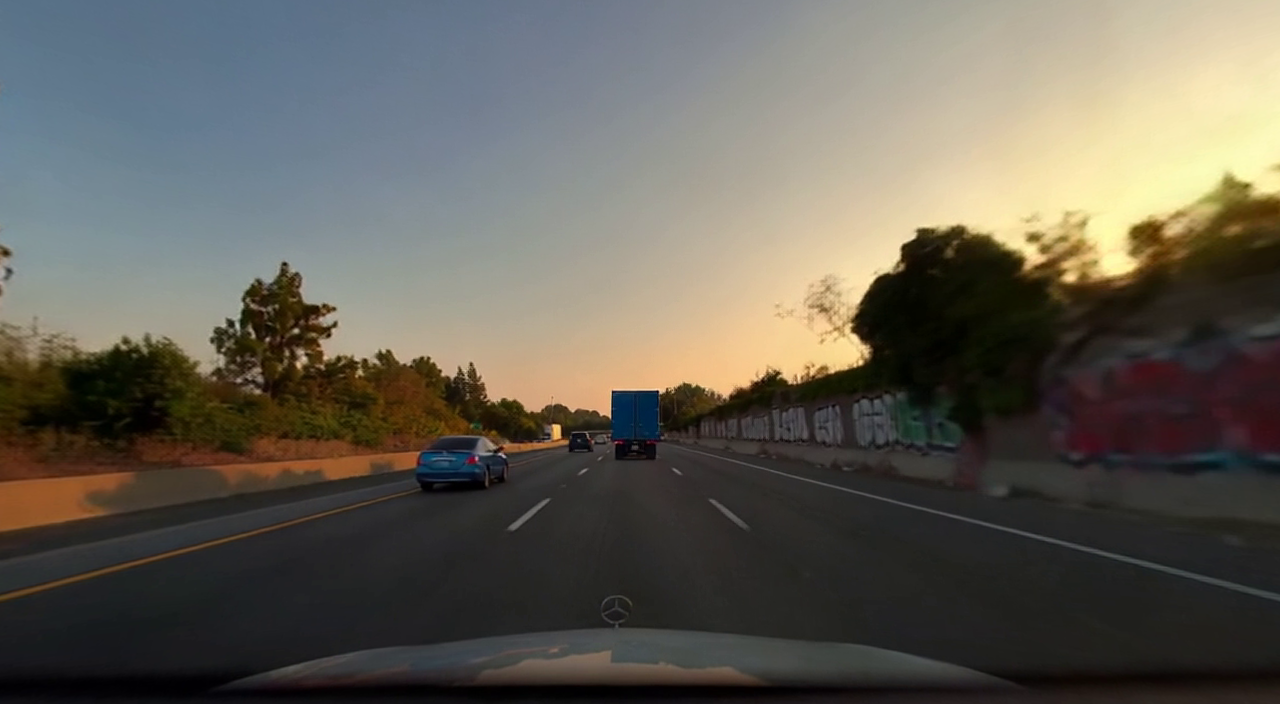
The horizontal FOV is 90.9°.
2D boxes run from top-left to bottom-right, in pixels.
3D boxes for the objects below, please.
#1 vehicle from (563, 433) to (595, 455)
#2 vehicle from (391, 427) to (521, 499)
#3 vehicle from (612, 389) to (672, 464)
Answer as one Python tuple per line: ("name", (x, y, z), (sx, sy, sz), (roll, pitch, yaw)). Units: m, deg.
("vehicle", (-4.694, 7.137, 49.083), (2.058, 1.645, 4.130), (0, -8, 0))
("vehicle", (-4.374, 2.688, 15.815), (1.948, 1.526, 4.525), (0, -8, 0))
("vehicle", (-0.025, 4.292, 35.745), (2.927, 3.649, 9.443), (0, -8, -2))
